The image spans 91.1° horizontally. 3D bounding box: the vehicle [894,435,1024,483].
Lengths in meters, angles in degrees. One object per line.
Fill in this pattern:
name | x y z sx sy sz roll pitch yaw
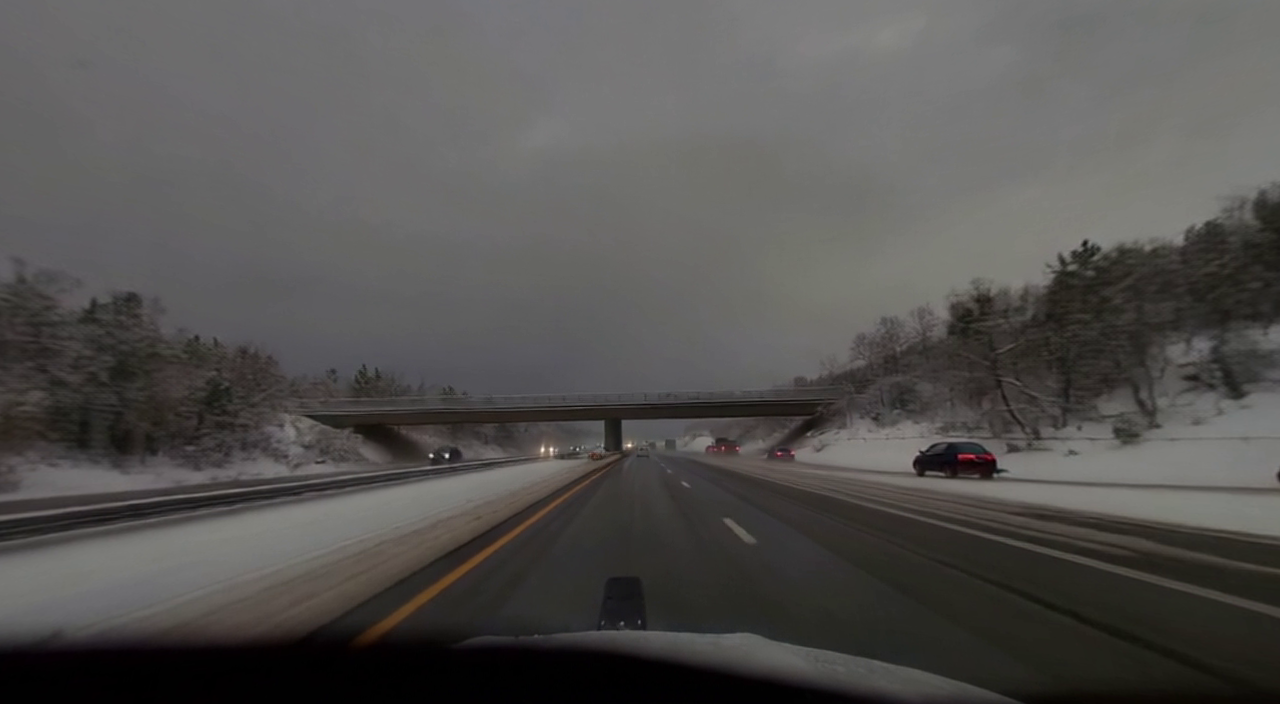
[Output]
vehicle | 15.586 5.240 31.137 2.533 2.111 5.525 2 -9 -16
